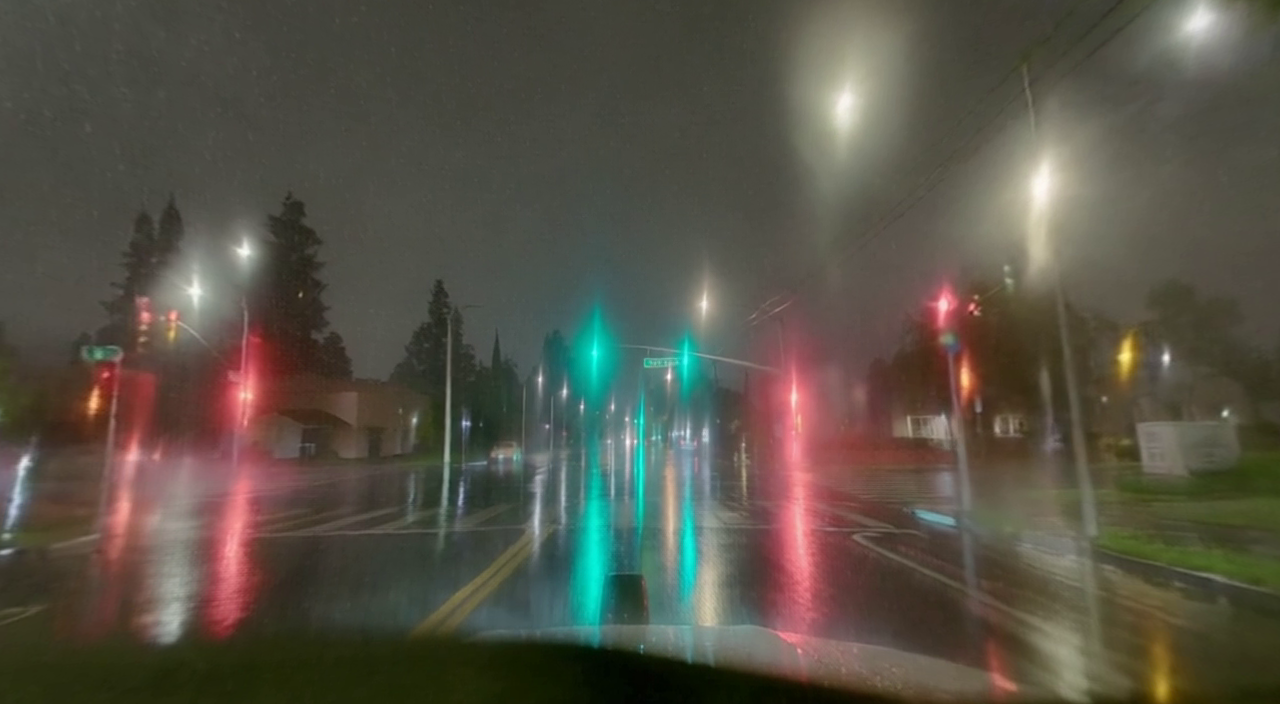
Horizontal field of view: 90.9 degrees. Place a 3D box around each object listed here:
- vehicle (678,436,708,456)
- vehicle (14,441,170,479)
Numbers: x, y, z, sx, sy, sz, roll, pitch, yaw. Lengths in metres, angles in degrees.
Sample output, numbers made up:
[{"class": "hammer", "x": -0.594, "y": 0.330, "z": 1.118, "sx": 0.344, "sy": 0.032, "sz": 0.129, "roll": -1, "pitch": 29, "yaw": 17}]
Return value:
[{"class": "vehicle", "x": 4.110, "y": 7.430, "z": 49.676, "sx": 1.987, "sy": 1.466, "sz": 4.389, "roll": 0, "pitch": -8, "yaw": 0}, {"class": "vehicle", "x": -22.582, "y": 4.442, "z": 26.097, "sx": 4.606, "sy": 1.452, "sz": 1.917, "roll": 0, "pitch": -8, "yaw": -1}]
